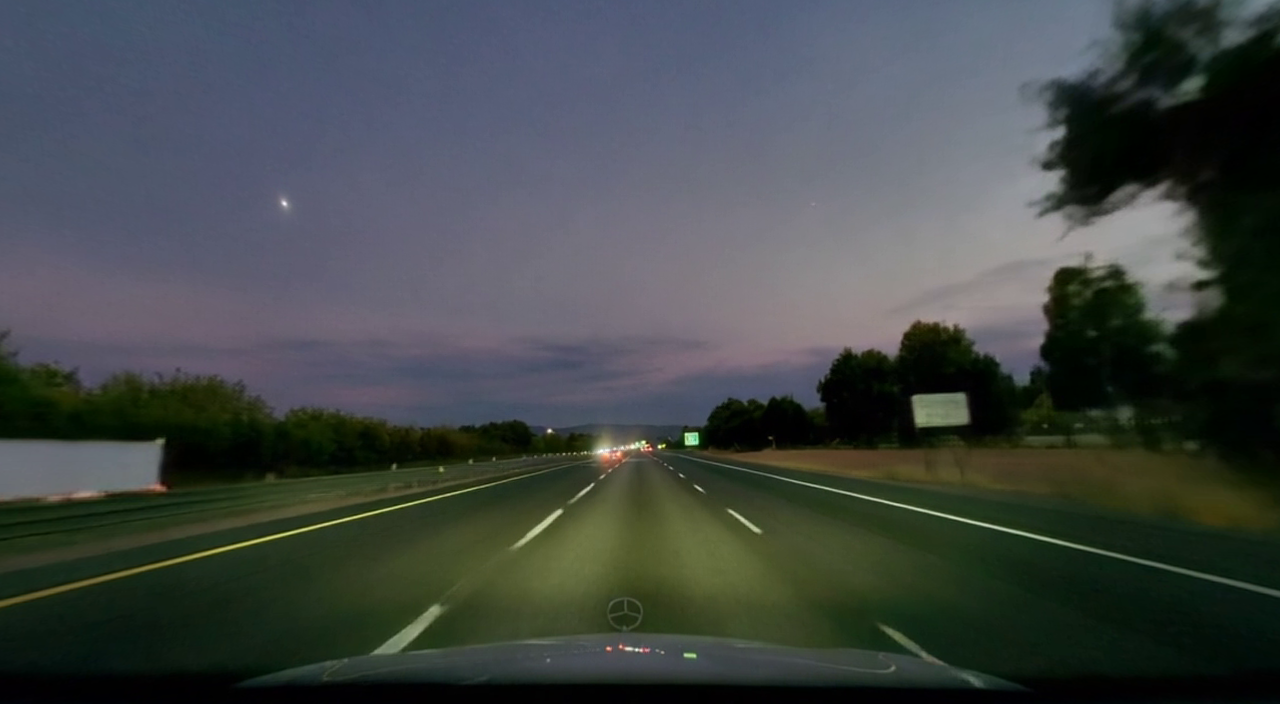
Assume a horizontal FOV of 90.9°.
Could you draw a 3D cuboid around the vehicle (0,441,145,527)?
[{"bbox_3d":[-28.504,5.876,28.617,2.963,3.633,11.062,0,-8,1],"label":"vehicle"}]
